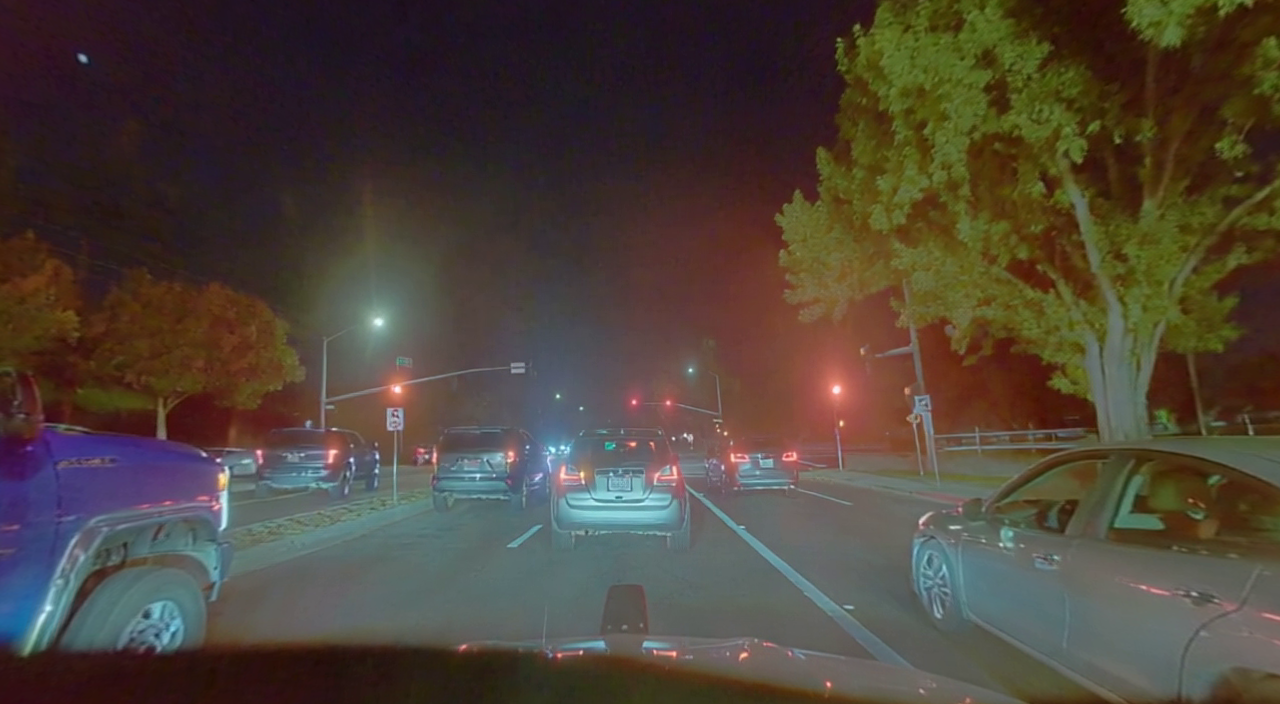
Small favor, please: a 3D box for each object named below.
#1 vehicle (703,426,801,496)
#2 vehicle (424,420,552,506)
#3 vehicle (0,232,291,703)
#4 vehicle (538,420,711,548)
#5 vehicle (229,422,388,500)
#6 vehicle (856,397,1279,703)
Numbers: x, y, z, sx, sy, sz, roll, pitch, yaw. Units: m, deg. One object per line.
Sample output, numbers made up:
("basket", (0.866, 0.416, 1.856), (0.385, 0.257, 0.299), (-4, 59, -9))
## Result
("vehicle", (3.204, 3.225, 19.065), (2.102, 1.841, 4.587), (0, -8, 0))
("vehicle", (-3.651, 2.765, 16.090), (2.089, 1.857, 4.488), (0, -8, 1))
("vehicle", (-3.453, 0.441, 0.846), (2.656, 2.021, 5.800), (0, -8, 0))
("vehicle", (-0.210, 1.958, 9.937), (2.194, 1.607, 3.690), (0, -8, 0))
("vehicle", (-8.414, 2.807, 16.658), (2.385, 1.687, 5.025), (2, -9, -12))
("vehicle", (3.017, 1.121, 3.626), (1.874, 1.477, 4.698), (0, -8, 0))
